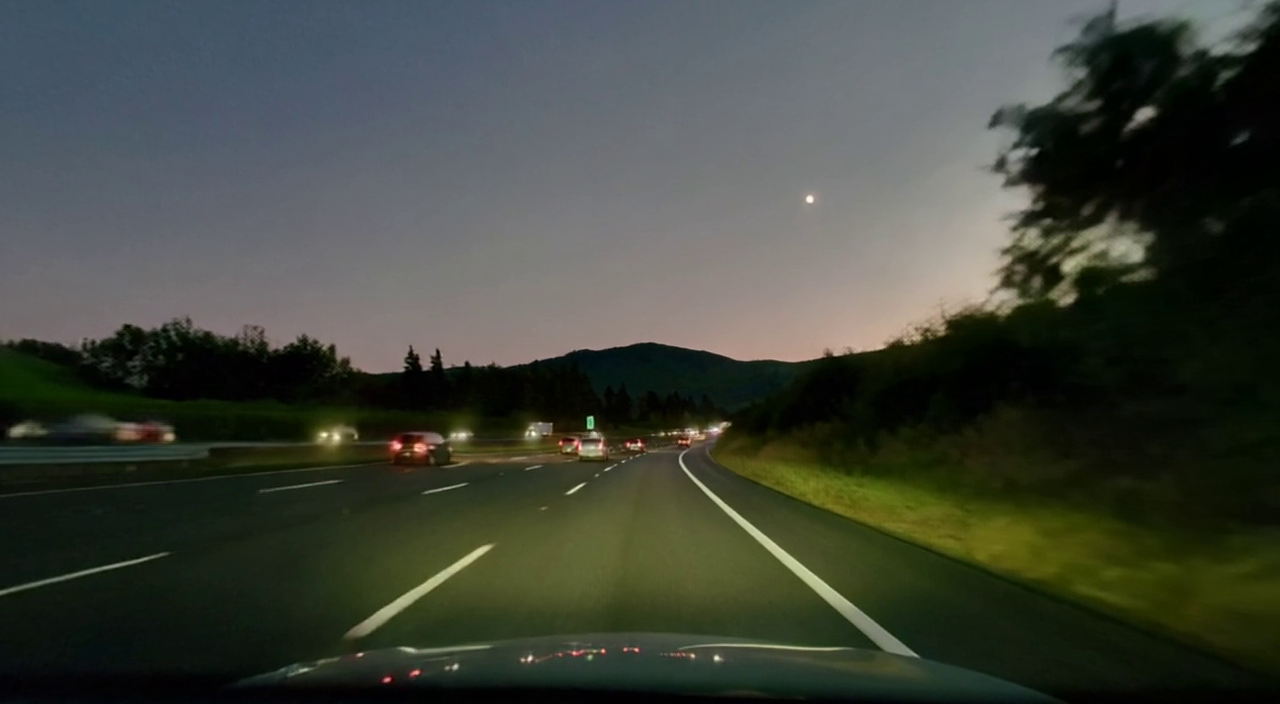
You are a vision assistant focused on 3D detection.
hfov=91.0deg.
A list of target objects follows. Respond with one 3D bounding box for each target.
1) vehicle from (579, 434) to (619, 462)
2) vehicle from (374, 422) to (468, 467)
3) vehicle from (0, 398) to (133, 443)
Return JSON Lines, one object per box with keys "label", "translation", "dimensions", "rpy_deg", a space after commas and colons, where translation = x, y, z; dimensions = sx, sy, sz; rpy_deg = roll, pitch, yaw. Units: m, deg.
{"label": "vehicle", "translation": [-2.610, 6.302, 41.286], "dimensions": [2.035, 1.673, 4.469], "rpy_deg": [0, -9, 4]}
{"label": "vehicle", "translation": [-10.410, 4.484, 30.484], "dimensions": [2.264, 1.980, 5.574], "rpy_deg": [0, -9, 3]}
{"label": "vehicle", "translation": [-26.165, 3.138, 27.914], "dimensions": [2.225, 1.760, 5.969], "rpy_deg": [0, -9, 2]}
